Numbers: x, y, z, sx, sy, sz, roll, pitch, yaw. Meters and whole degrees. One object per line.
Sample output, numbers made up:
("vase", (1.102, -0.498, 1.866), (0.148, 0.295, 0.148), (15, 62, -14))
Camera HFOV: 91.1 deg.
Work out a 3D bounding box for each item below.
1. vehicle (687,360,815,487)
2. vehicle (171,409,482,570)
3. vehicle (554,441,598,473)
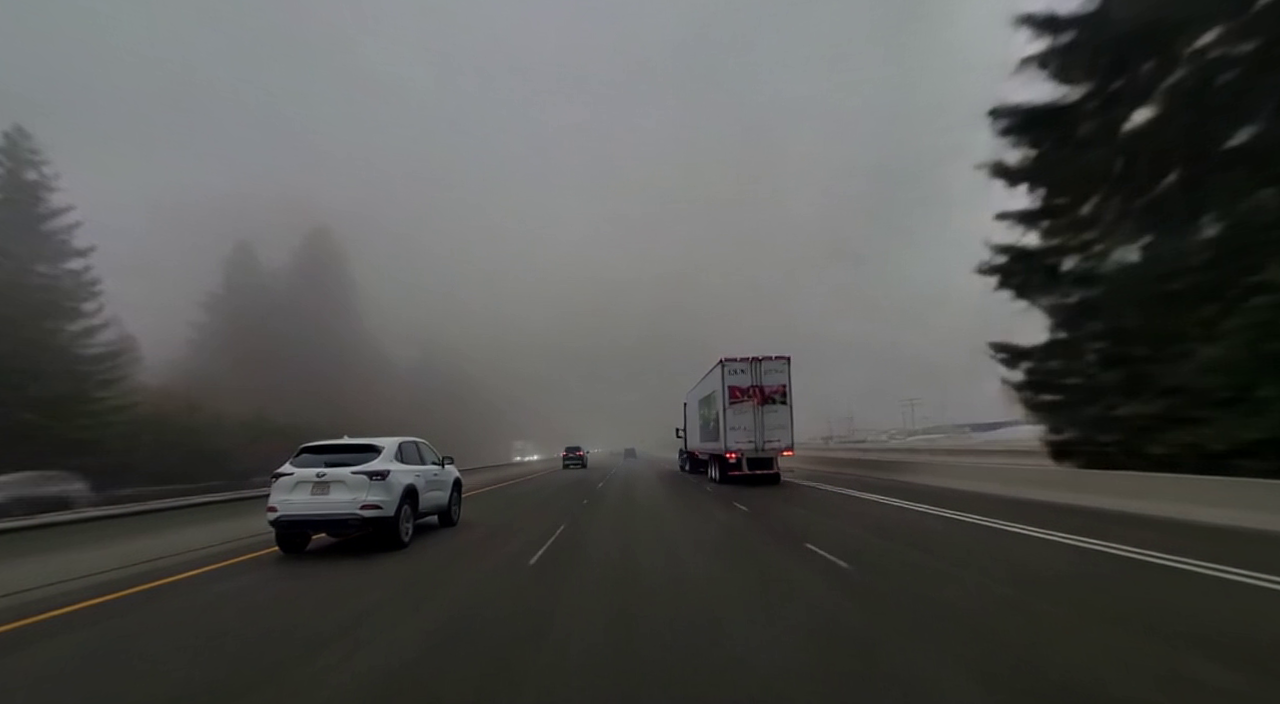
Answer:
("vehicle", (4.208, 3.439, 28.018), (2.998, 4.236, 13.886), (0, -9, -1))
("vehicle", (-4.079, 1.893, 9.371), (2.202, 1.760, 4.617), (0, -9, 0))
("vehicle", (-3.656, 6.131, 36.795), (2.139, 1.716, 4.530), (0, -9, 0))
